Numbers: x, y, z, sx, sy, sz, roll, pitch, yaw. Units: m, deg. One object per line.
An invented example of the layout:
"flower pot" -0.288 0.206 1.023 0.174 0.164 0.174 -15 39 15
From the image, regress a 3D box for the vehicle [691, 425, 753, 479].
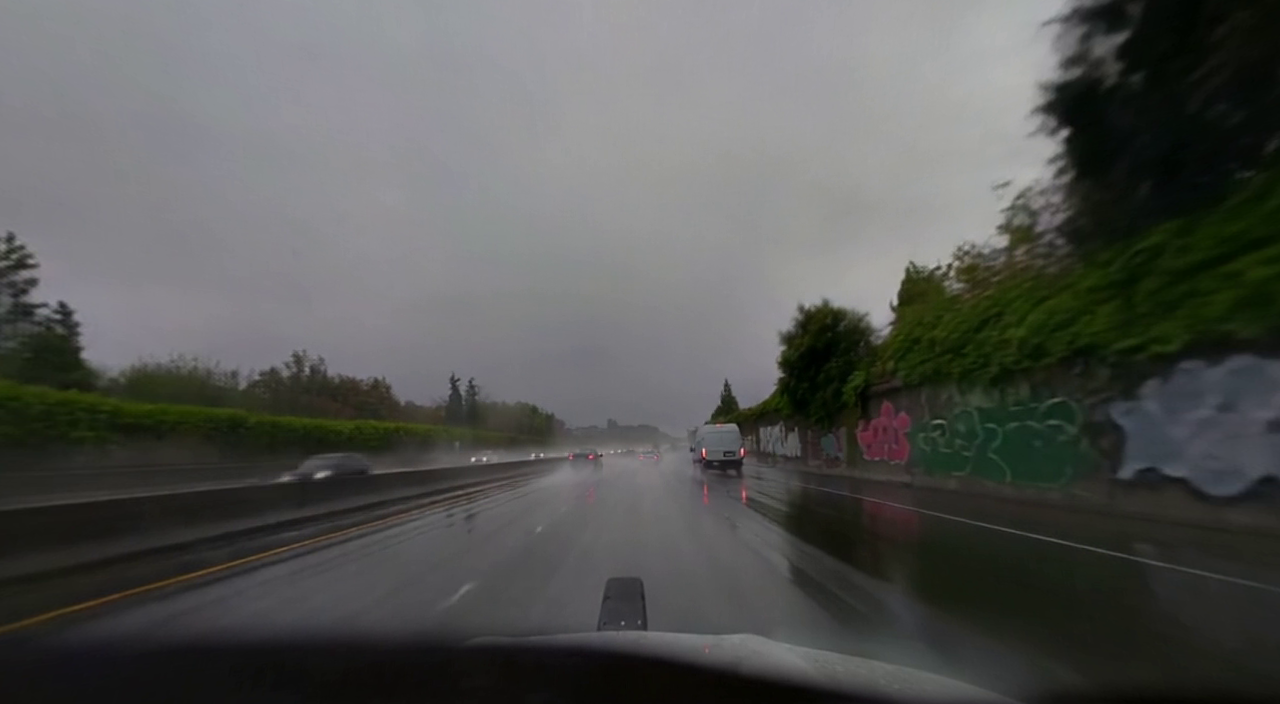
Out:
"vehicle" 4.224 5.305 33.611 2.469 2.591 5.653 0 -9 0

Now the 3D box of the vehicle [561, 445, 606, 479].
"vehicle" -2.929 5.826 33.618 1.964 1.618 4.489 0 -9 0

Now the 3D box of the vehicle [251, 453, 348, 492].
"vehicle" -15.705 5.553 29.400 1.927 1.606 4.572 0 -9 1
